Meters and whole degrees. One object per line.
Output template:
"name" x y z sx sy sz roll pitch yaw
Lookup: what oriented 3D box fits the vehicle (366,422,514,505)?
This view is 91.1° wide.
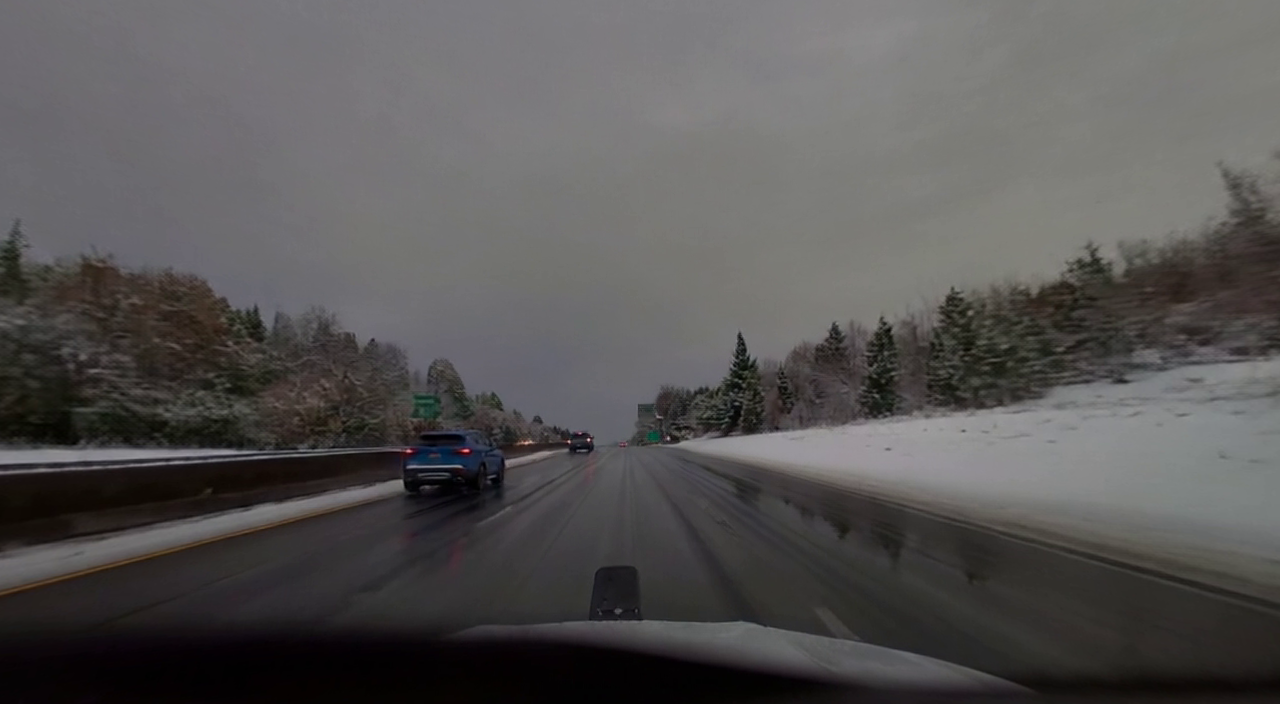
"vehicle" -4.446 2.536 14.867 2.070 1.647 4.577 0 -8 -1
